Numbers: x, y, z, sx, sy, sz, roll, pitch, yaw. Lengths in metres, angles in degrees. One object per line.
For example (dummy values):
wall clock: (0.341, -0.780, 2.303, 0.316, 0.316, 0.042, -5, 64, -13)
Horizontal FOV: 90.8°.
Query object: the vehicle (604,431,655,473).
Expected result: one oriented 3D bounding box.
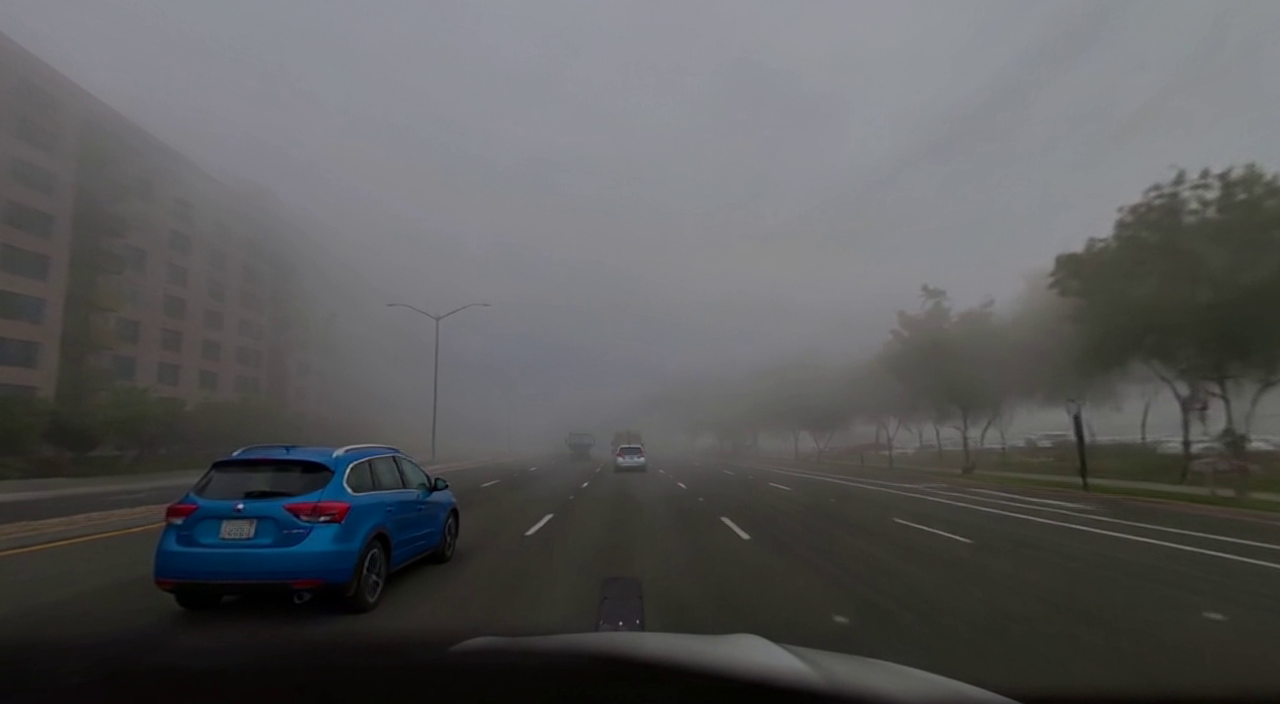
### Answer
vehicle: (-0.569, 4.811, 30.672, 2.260, 1.872, 4.578, 0, -8, -2)
